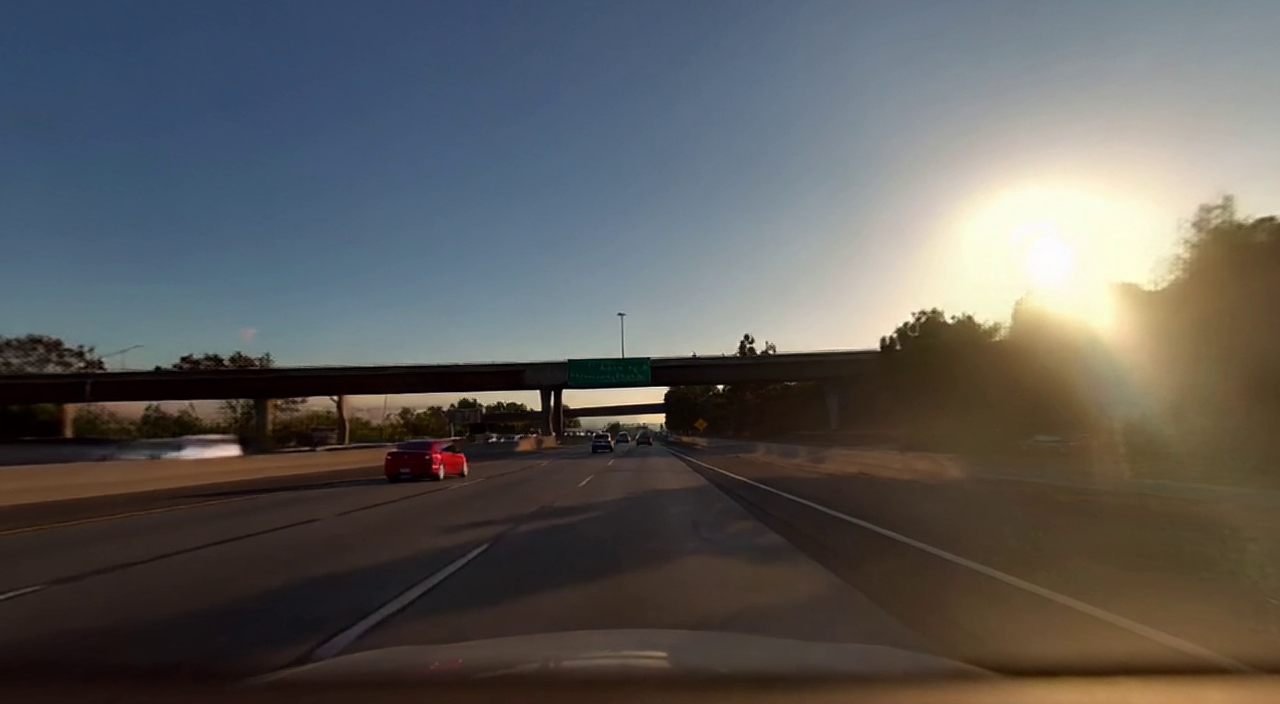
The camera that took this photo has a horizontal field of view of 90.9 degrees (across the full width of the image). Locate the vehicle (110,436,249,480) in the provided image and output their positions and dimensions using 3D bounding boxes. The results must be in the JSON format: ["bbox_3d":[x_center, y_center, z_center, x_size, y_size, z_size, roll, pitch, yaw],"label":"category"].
[{"bbox_3d":[-17.588,4.057,24.443,1.851,1.529,4.608,0,-8,1],"label":"vehicle"}]

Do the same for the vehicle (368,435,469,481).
[{"bbox_3d":[-7.704,3.719,22.383,1.987,1.486,4.174,0,-8,1],"label":"vehicle"}]
